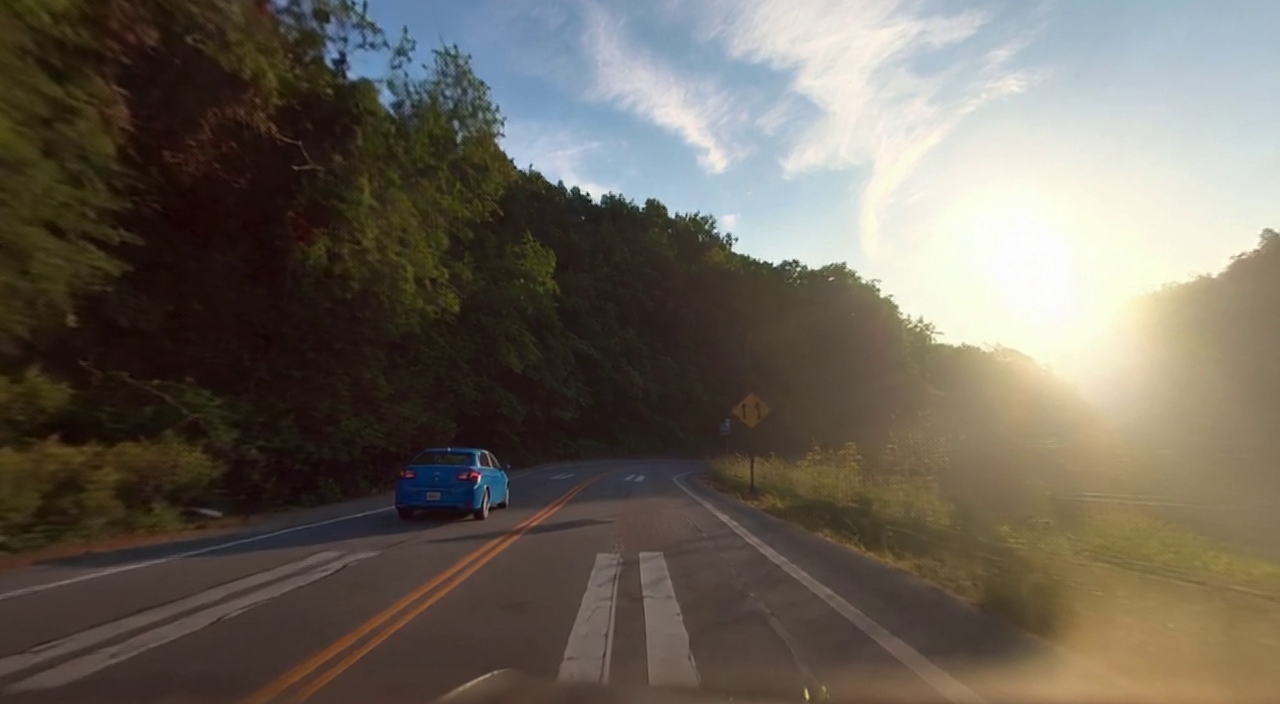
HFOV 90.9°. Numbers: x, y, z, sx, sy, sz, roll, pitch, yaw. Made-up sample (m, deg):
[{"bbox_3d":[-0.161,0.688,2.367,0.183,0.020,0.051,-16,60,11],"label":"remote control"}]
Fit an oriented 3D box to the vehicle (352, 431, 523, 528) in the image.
[{"bbox_3d":[-3.786,2.465,12.647,2.078,1.607,3.959,0,-9,1],"label":"vehicle"}]
